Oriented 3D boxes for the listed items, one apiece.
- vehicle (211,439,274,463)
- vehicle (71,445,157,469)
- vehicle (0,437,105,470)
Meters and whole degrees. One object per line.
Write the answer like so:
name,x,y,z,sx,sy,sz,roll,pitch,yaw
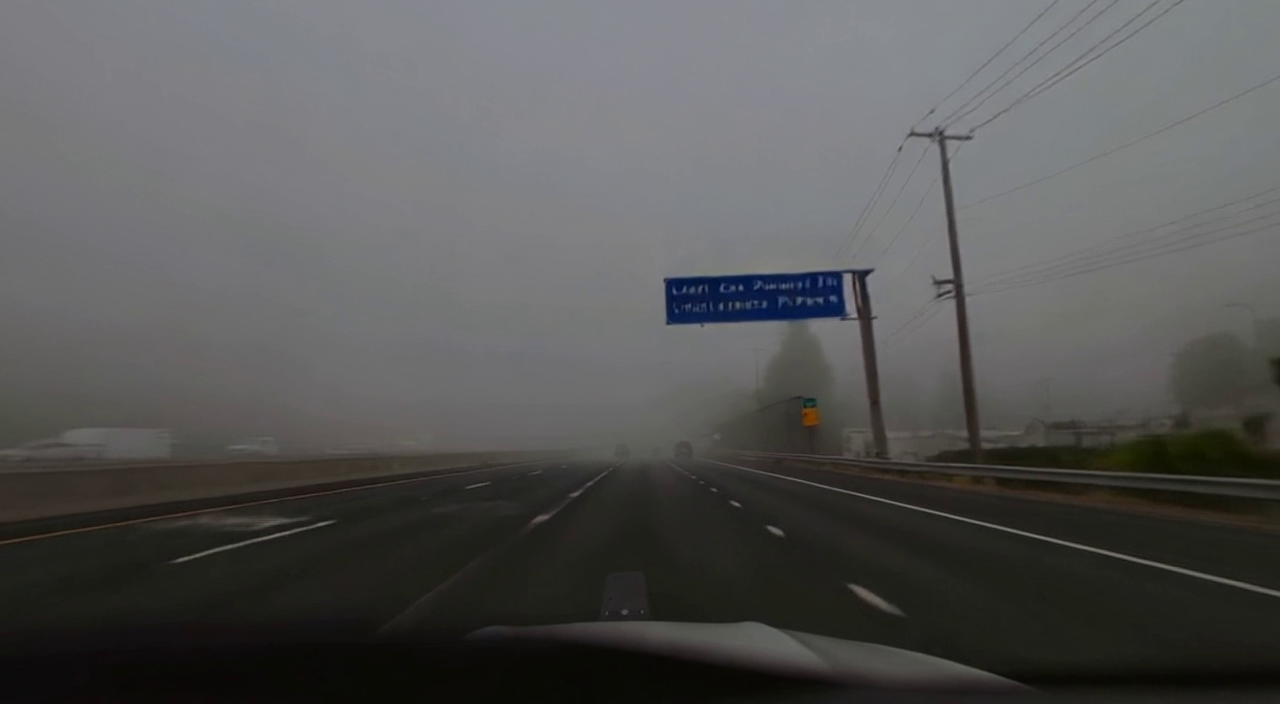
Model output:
vehicle,-29.664,7.359,47.208,1.806,1.648,4.438,0,-7,0
vehicle,-33.943,6.757,40.876,1.713,1.464,4.397,0,-8,1
vehicle,-30.328,5.161,32.339,1.886,1.494,4.292,-1,-7,3
